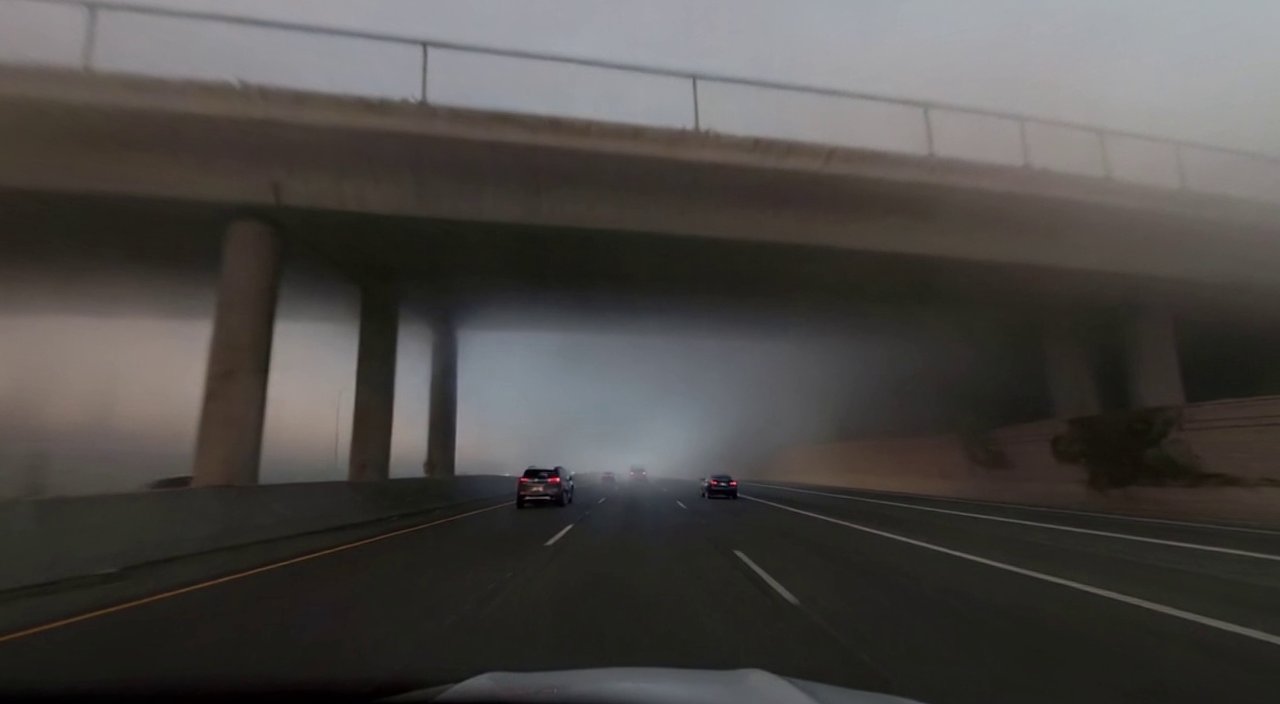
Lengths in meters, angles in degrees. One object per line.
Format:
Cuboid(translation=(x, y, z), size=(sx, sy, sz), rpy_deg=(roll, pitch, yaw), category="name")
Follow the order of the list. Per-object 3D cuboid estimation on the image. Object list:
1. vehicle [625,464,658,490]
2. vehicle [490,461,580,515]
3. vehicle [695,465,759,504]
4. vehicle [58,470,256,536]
Cuboid(translation=(0.117, 8.711, 44.008), size=(2.181, 1.698, 4.056), rpy_deg=(1, -10, 0), category="vehicle")
Cuboid(translation=(-3.250, 4.335, 20.337), size=(2.099, 1.516, 4.308), rpy_deg=(0, -10, 1), category="vehicle")
Cuboid(translation=(3.726, 5.792, 27.768), size=(2.092, 1.518, 4.348), rpy_deg=(1, -10, -2), category="vehicle")
Cuboid(translation=(-12.558, 3.915, 16.790), size=(1.795, 1.456, 4.329), rpy_deg=(0, -10, 0), category="vehicle")
